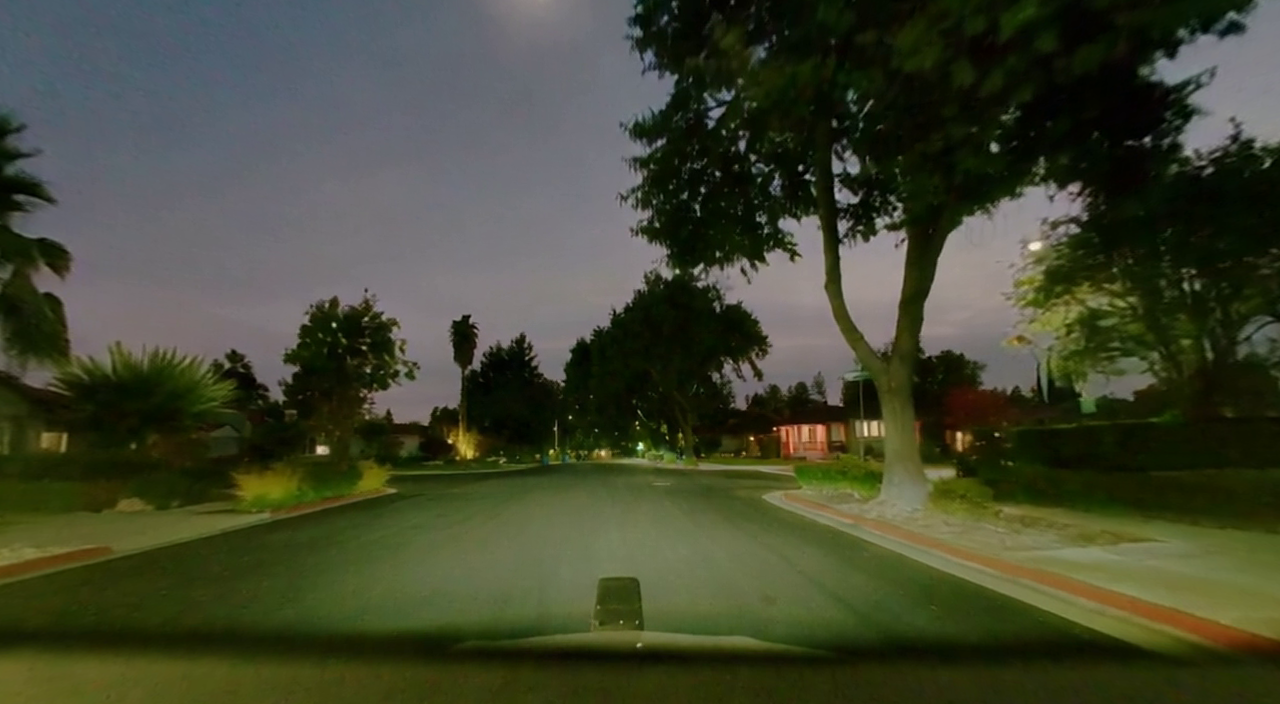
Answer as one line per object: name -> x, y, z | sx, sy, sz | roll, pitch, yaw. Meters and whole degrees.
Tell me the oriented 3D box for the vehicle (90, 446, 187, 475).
vehicle -> -30.228, 6.565, 38.177 | 4.023, 1.692, 2.024 | 0, -11, -2
